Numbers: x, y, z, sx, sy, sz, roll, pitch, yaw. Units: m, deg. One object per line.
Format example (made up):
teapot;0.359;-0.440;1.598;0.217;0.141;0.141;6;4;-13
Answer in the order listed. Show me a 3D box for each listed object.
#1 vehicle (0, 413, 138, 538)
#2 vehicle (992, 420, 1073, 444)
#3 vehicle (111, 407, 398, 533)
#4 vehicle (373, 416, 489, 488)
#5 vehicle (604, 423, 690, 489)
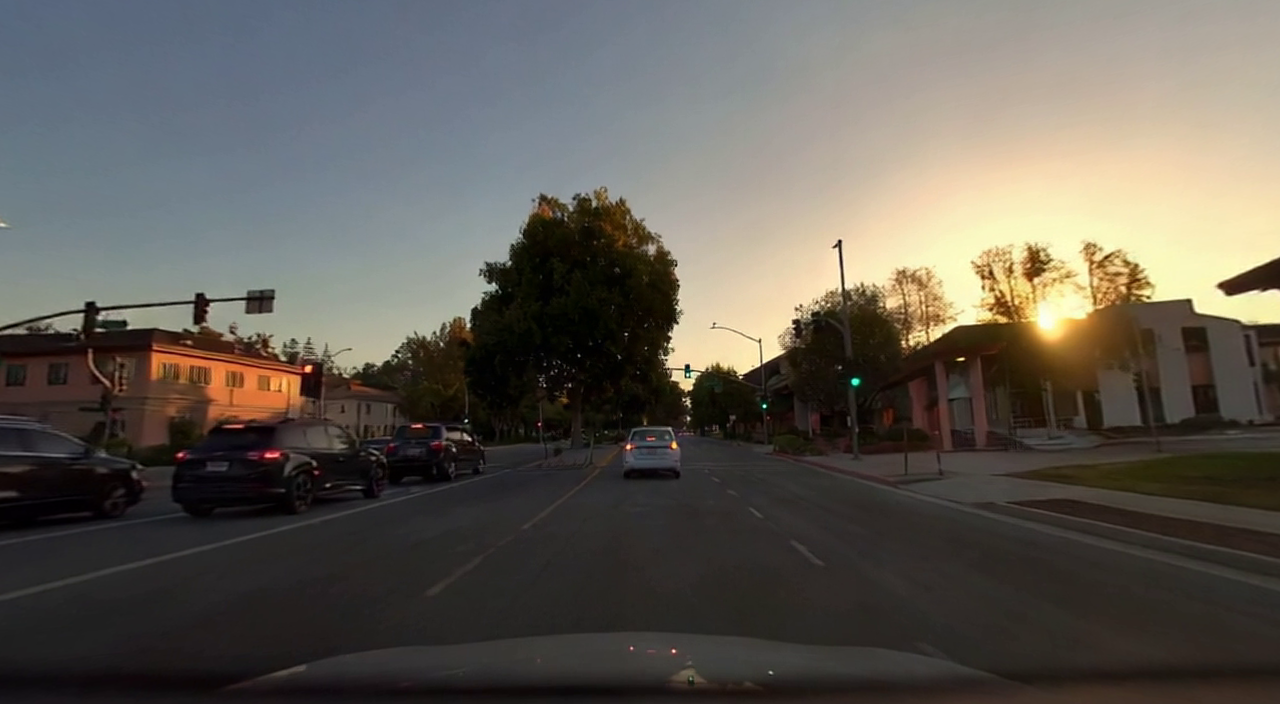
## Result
vehicle;-10.377;1.824;9.371;2.051;1.801;4.370;0;-8;2
vehicle;25.835;5.301;41.660;1.514;1.408;4.232;-1;-6;-28
vehicle;-6.737;2.113;11.935;2.111;1.864;4.932;0;-8;3
vehicle;-6.594;3.237;20.655;2.316;2.014;5.215;-1;-8;-3
vehicle;0.245;2.925;17.994;2.197;1.682;3.642;0;-8;2
